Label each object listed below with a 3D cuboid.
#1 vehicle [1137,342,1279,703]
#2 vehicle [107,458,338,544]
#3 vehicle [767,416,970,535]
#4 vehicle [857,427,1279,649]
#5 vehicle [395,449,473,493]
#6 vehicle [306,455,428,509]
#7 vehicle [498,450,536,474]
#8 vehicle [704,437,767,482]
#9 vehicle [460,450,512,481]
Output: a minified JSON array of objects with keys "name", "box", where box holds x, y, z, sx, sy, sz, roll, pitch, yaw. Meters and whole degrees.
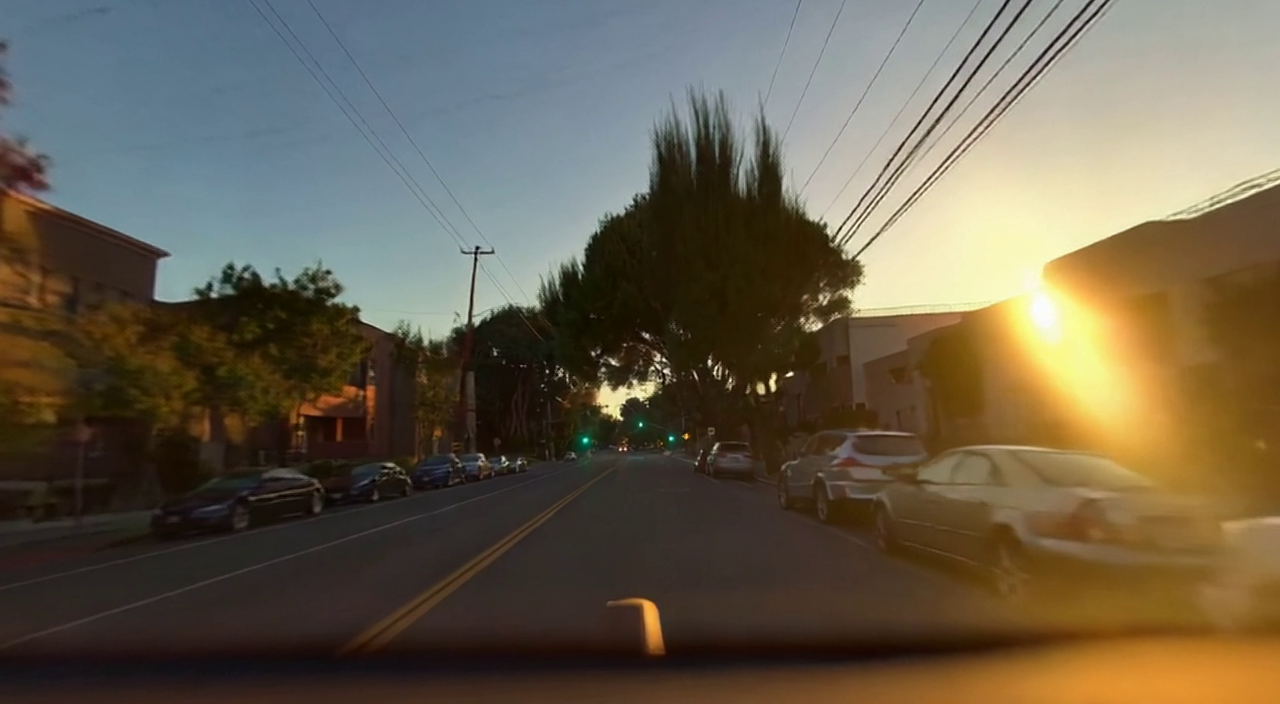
[{"name":"vehicle","box":[3.751,0.580,0.823,2.225,1.759,4.817,0,-9,0]},{"name":"vehicle","box":[-9.142,3.259,14.490,2.208,1.508,4.590,0,-9,-1]},{"name":"vehicle","box":[3.982,2.246,12.059,2.040,1.801,4.569,0,-8,-1]},{"name":"vehicle","box":[4.015,1.596,6.544,1.875,1.495,4.242,0,-9,-2]},{"name":"vehicle","box":[-9.104,5.252,28.290,2.051,1.657,4.322,-3,-9,-1]},{"name":"vehicle","box":[-8.950,4.260,21.228,1.948,1.508,4.656,-1,-9,1]},{"name":"vehicle","box":[-8.953,8.051,46.308,2.000,1.495,4.687,-3,-8,-2]},{"name":"vehicle","box":[3.967,4.537,26.954,2.155,1.747,4.311,-1,-9,2]},{"name":"vehicle","box":[-9.052,6.676,37.381,1.884,1.526,4.061,-5,-9,1]}]
